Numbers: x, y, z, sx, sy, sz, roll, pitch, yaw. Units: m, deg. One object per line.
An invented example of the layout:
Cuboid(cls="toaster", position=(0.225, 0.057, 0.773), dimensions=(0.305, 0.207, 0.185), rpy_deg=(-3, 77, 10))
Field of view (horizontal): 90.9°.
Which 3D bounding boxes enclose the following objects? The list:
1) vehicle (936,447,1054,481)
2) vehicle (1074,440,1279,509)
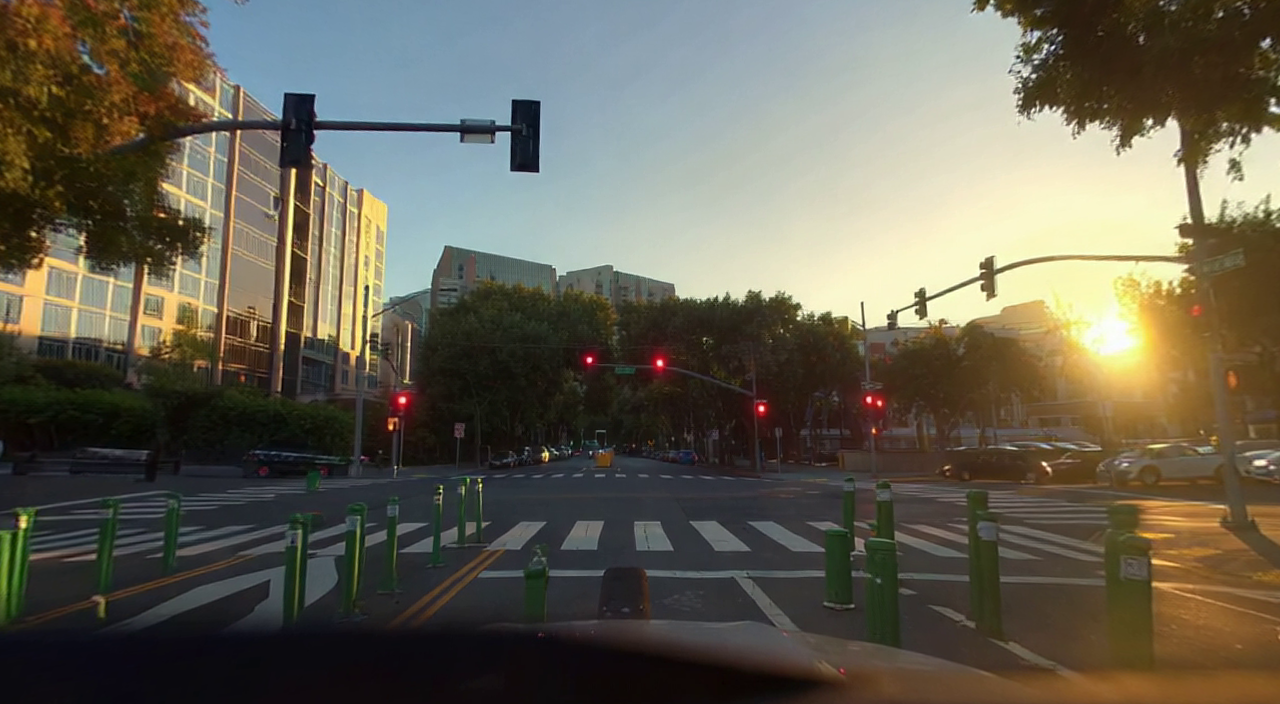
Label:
Cuboid(cls="vehicle", position=(16.785, 5.323, 29.975), dimensions=(4.368, 1.522, 1.972), rpy_deg=(-1, -8, 3))
Cuboid(cls="vehicle", position=(12.982, 2.786, 14.571), dimensions=(4.424, 1.436, 1.804), rpy_deg=(0, -8, 5))
